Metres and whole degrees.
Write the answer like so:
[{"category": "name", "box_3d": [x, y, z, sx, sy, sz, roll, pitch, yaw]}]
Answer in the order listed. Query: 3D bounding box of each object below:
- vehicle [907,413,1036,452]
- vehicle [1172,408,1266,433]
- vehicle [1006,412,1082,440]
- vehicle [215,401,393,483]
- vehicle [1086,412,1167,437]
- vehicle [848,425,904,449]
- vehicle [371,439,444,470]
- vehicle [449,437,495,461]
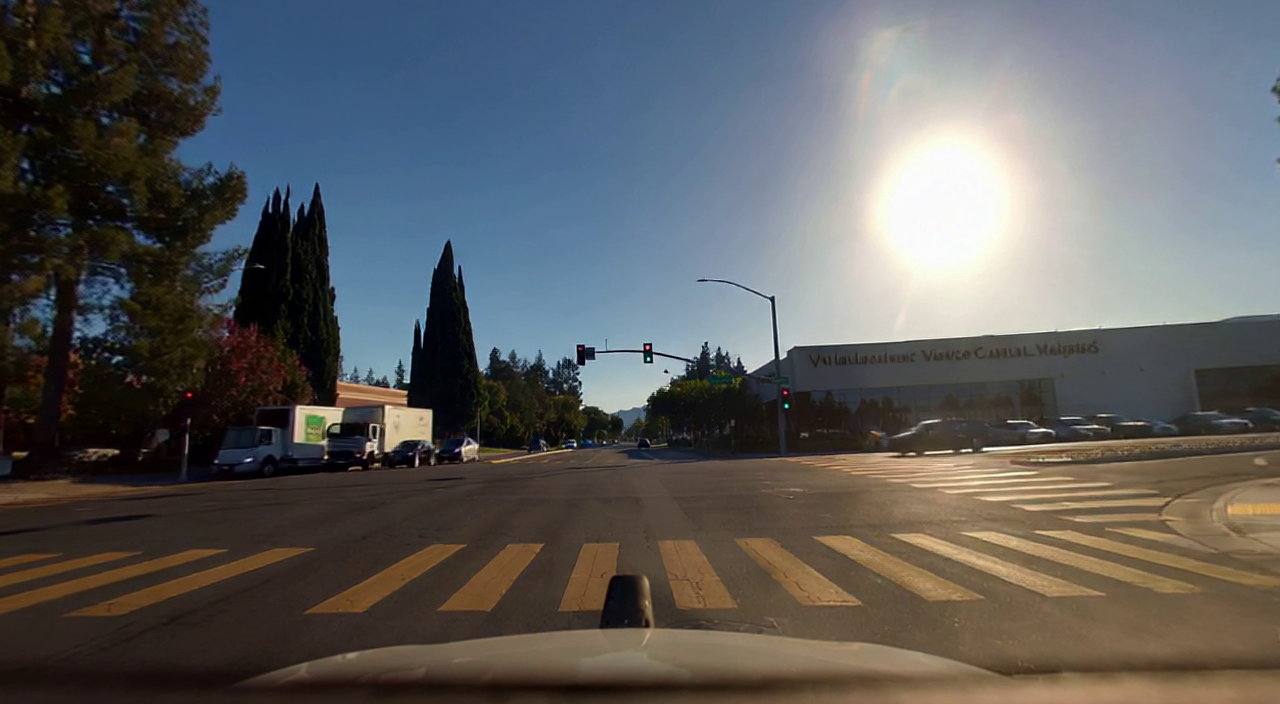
[{"category": "vehicle", "box_3d": [14.620, 3.583, 27.969, 4.566, 1.670, 2.000, 0, -8, -2]}, {"category": "vehicle", "box_3d": [38.368, 4.614, 41.951, 1.715, 1.480, 4.701, 0, -8, -1]}, {"category": "vehicle", "box_3d": [26.331, 4.877, 41.278, 2.011, 1.656, 4.163, 0, -8, -3]}, {"category": "vehicle", "box_3d": [-16.563, 4.665, 32.564, 3.161, 3.455, 11.058, 0, -8, 0]}, {"category": "vehicle", "box_3d": [31.385, 4.730, 40.801, 1.823, 1.480, 4.003, 0, -8, -4]}, {"category": "vehicle", "box_3d": [17.279, 6.245, 46.243, 3.329, 1.415, 1.821, -6, -9, 2]}, {"category": "vehicle", "box_3d": [-12.041, 5.342, 33.042, 1.996, 1.482, 4.772, 0, -8, 0]}, {"category": "vehicle", "box_3d": [-12.426, 7.214, 46.807, 2.181, 1.653, 4.468, 0, -8, 0]}]
